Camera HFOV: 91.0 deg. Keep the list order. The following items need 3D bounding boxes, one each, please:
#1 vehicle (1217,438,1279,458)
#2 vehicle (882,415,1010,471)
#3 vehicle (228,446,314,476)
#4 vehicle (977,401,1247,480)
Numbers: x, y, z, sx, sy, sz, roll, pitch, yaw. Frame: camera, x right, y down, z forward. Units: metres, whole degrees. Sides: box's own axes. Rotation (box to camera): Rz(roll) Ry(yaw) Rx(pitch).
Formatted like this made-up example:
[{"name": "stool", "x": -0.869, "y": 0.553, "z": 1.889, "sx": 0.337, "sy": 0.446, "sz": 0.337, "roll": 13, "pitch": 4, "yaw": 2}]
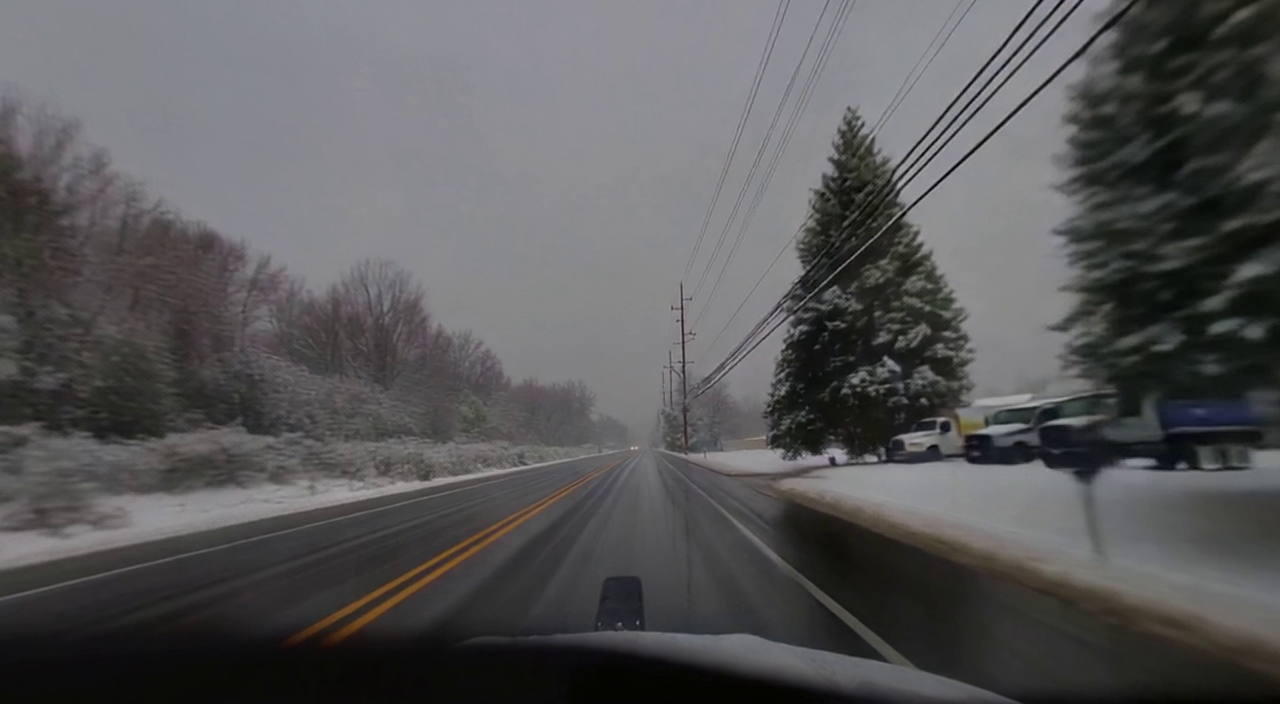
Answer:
[{"name": "vehicle", "x": 47.636, "y": 7.427, "z": 48.773, "sx": 1.829, "sy": 1.494, "sz": 4.579, "roll": 0, "pitch": -9, "yaw": 6}, {"name": "vehicle", "x": 15.572, "y": 4.736, "z": 32.781, "sx": 2.923, "sy": 2.494, "sz": 7.148, "roll": -1, "pitch": -8, "yaw": -1}, {"name": "vehicle", "x": -24.951, "y": 7.364, "z": 42.908, "sx": 2.240, "sy": 1.879, "sz": 5.771, "roll": 0, "pitch": -9, "yaw": 1}, {"name": "vehicle", "x": 15.746, "y": 3.170, "z": 22.211, "sx": 3.199, "sy": 2.263, "sz": 8.199, "roll": 0, "pitch": -9, "yaw": 0}]
